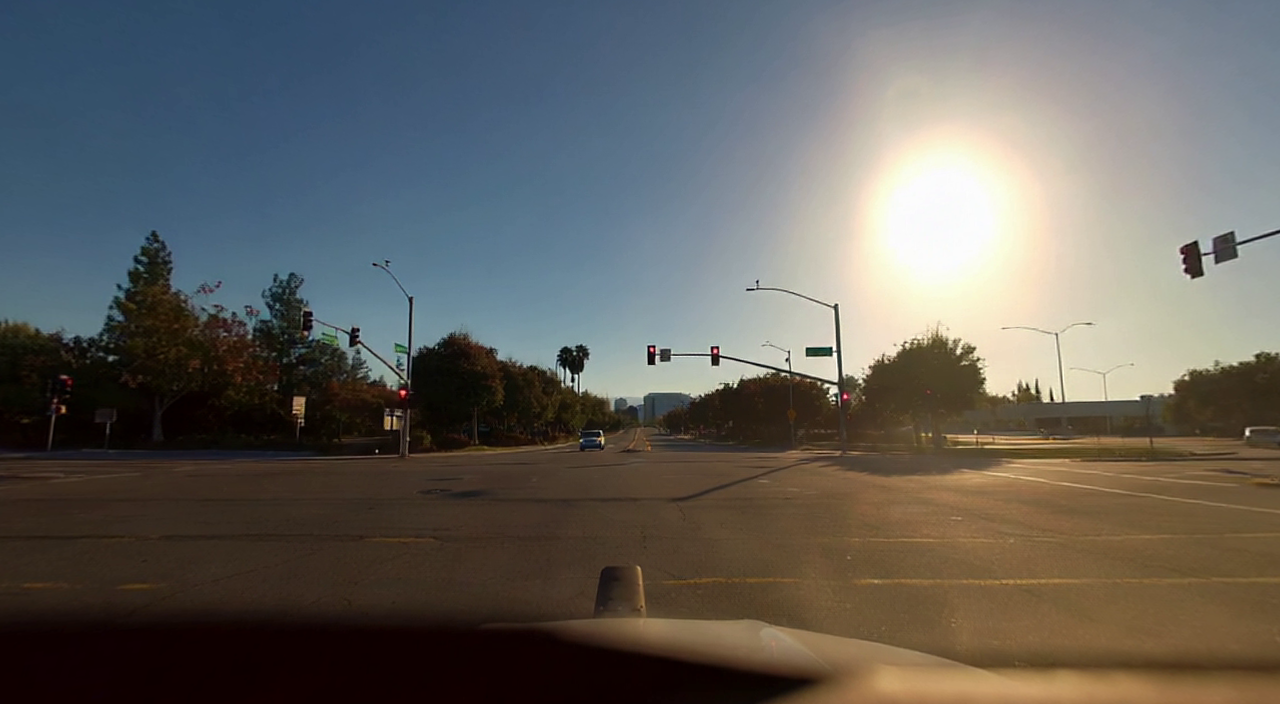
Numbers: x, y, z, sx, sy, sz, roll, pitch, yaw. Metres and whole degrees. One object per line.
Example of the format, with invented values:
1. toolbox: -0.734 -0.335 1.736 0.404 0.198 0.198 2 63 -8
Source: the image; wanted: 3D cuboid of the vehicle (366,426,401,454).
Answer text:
1. vehicle: -19.993 6.853 48.886 1.873 2.079 2.879 5 -10 -33
